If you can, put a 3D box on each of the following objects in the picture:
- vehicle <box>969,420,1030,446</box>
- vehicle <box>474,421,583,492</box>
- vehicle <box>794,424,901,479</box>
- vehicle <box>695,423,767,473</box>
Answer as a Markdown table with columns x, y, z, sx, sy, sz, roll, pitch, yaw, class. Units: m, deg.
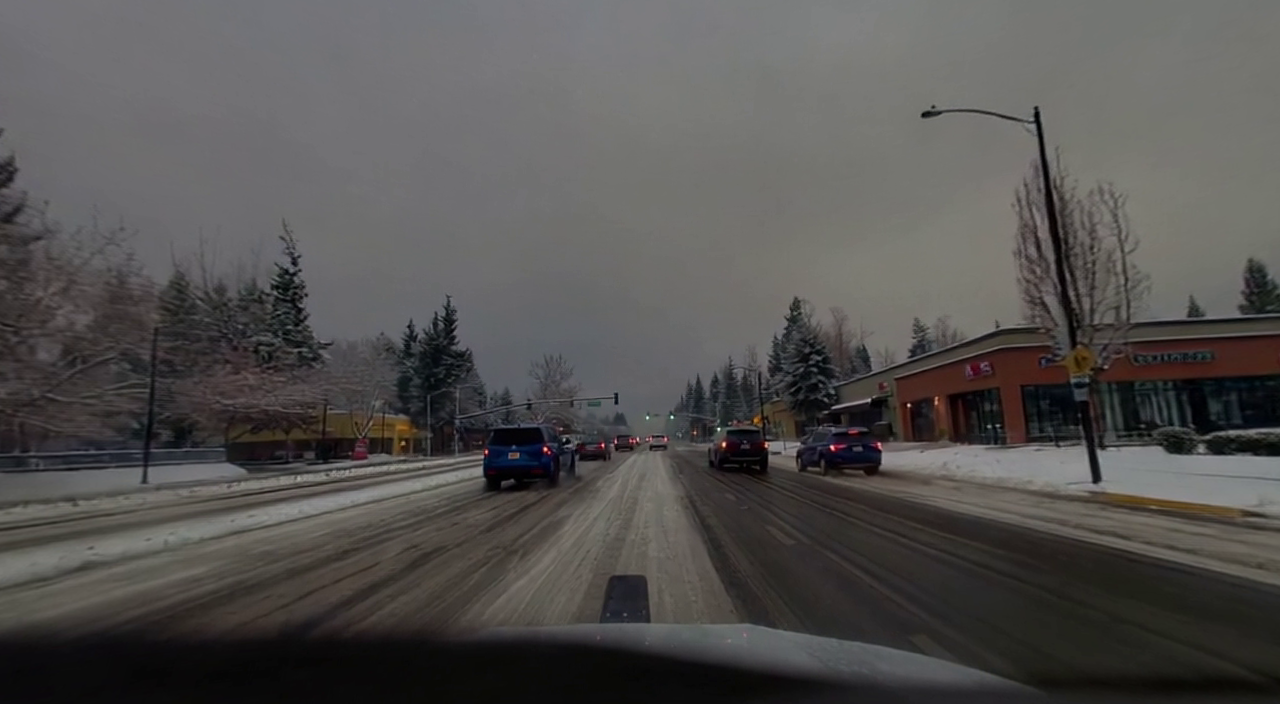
| x | y | z | sx | sy | sz | roll | pitch | yaw | class |
| --- | --- | --- | --- | --- | --- | --- | --- | --- | --- |
| 23.452 | 5.343 | 41.312 | 1.800 | 1.563 | 3.827 | -1 | -8 | 2 | vehicle |
| -2.955 | 2.900 | 17.743 | 2.141 | 1.719 | 4.379 | -1 | -8 | 2 | vehicle |
| 6.956 | 3.398 | 21.737 | 2.088 | 1.666 | 4.512 | 0 | -8 | 0 | vehicle |
| 3.568 | 3.885 | 25.646 | 2.178 | 1.804 | 4.766 | 0 | -8 | 0 | vehicle |
